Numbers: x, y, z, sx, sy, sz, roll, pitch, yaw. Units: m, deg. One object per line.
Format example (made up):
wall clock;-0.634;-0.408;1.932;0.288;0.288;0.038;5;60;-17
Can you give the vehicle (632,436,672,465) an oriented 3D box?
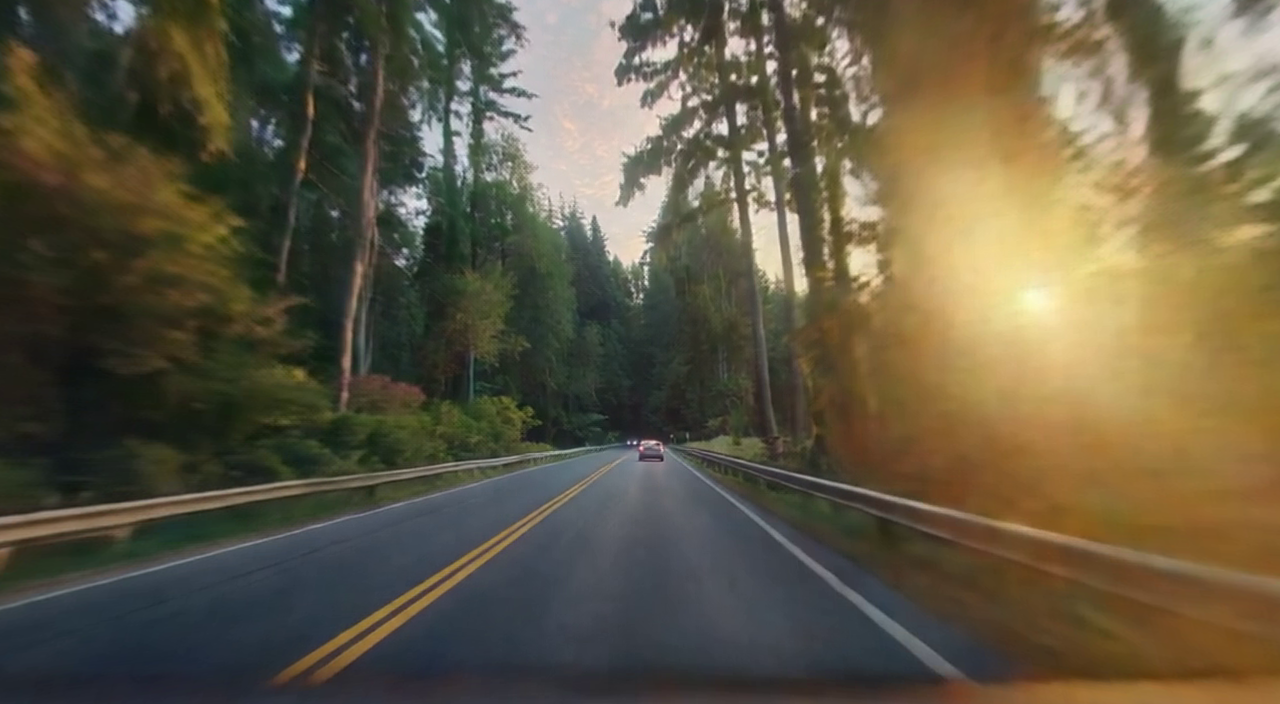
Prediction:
vehicle;0.660;5.555;35.759;2.120;1.491;4.349;0;-8;1
